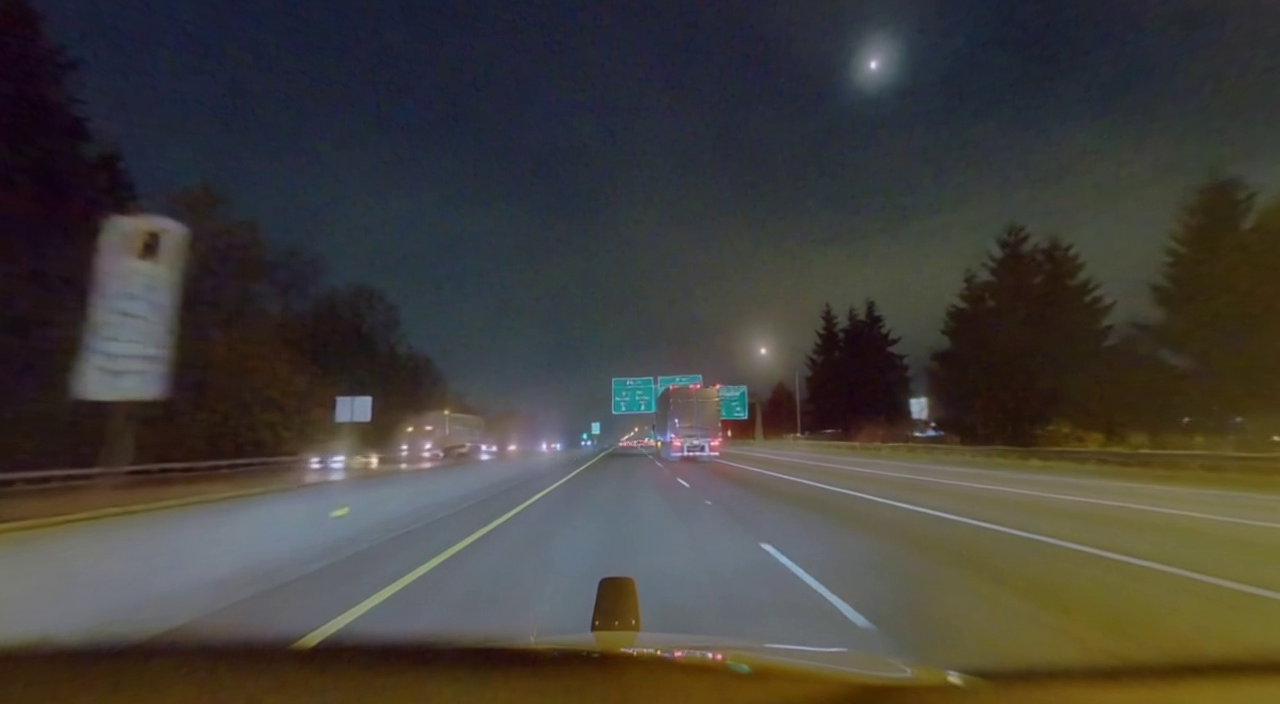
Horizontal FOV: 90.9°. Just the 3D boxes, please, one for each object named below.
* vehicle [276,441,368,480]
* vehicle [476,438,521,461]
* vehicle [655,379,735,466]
[{"bbox_3d":[-13.194,4.508,26.438,1.938,1.457,3.812,0,-8,-1],"label":"vehicle"},{"bbox_3d":[-9.529,6.582,42.810,2.015,1.471,4.662,0,-8,-1],"label":"vehicle"},{"bbox_3d":[2.714,4.136,35.940,2.954,3.995,13.335,0,-8,-2],"label":"vehicle"}]
